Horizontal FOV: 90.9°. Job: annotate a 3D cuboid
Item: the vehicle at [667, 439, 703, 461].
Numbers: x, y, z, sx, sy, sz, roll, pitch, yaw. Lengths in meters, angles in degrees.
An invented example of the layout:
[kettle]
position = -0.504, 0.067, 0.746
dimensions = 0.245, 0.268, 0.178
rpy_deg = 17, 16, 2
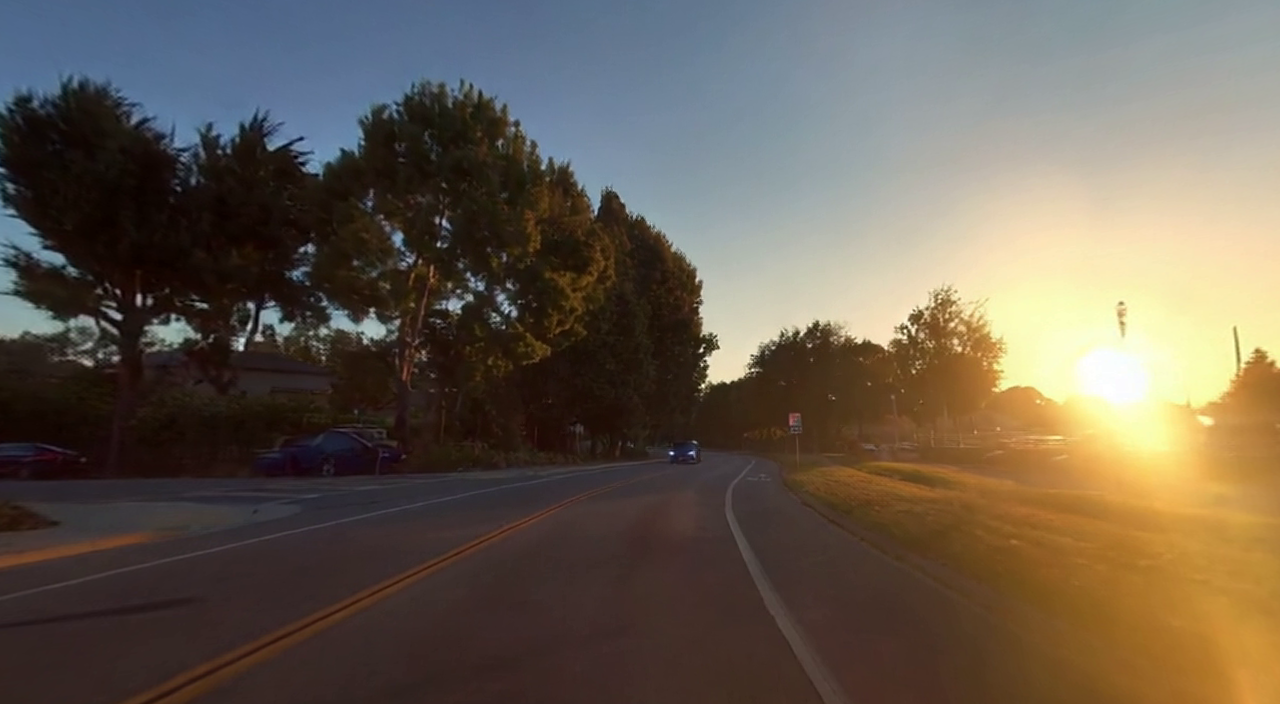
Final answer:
[vehicle]
position = 3.361, 7.228, 46.701
dimensions = 2.190, 1.499, 4.209
rpy_deg = -2, -8, 10
